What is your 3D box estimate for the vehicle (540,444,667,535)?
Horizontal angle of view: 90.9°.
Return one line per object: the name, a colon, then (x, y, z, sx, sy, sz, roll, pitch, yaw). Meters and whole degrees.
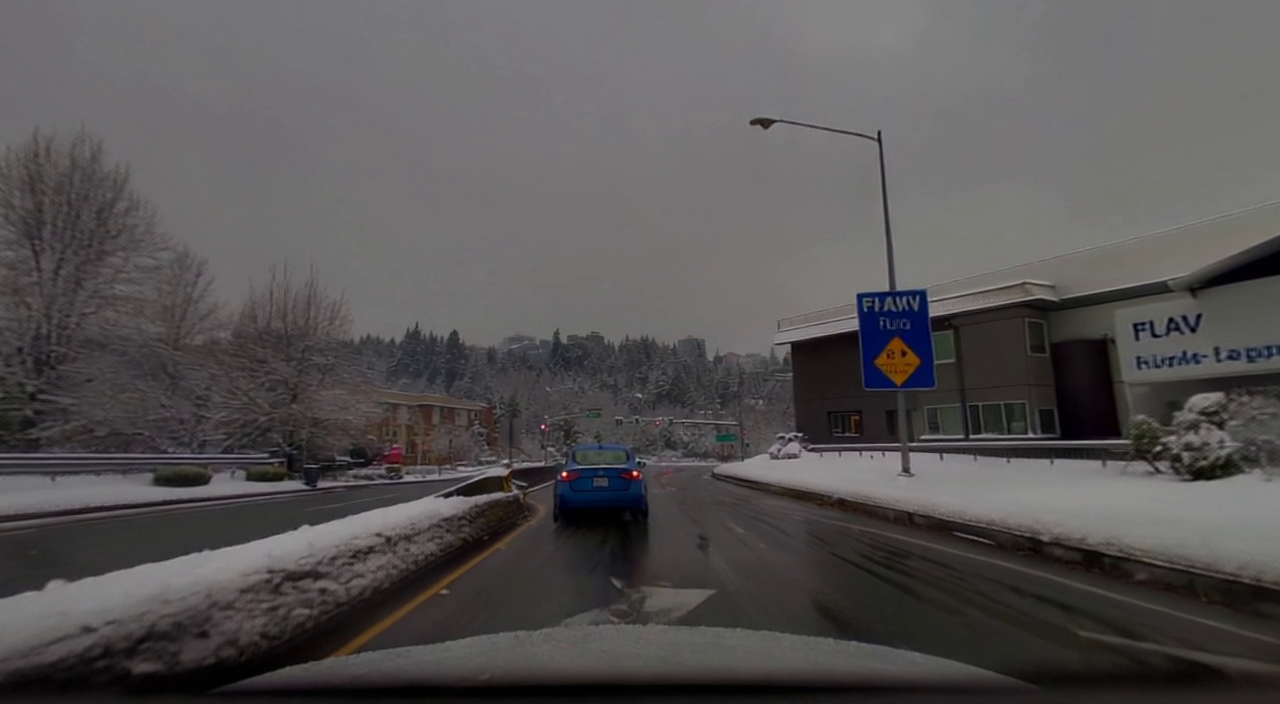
vehicle: (-0.757, 2.540, 12.267, 2.063, 1.442, 3.933, 0, -9, -5)
